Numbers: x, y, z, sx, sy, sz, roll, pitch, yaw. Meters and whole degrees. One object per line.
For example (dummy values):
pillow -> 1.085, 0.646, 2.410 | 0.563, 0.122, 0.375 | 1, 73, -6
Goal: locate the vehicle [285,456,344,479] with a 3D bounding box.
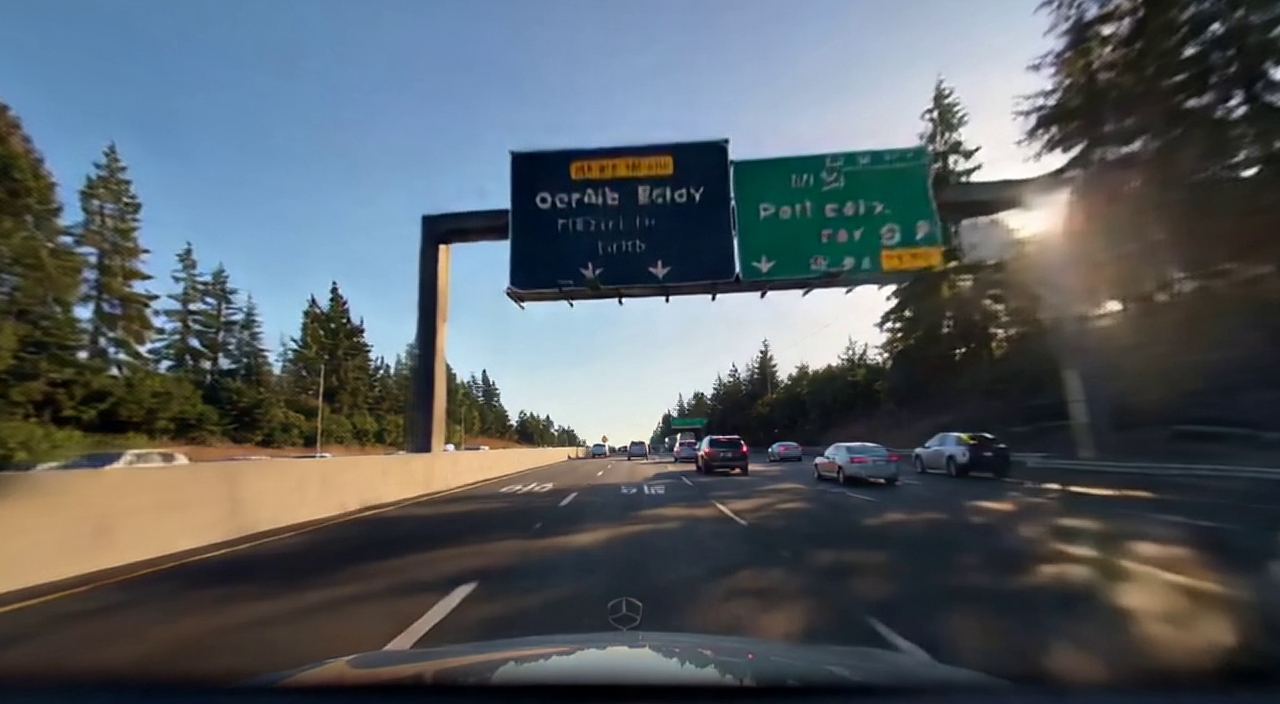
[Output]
vehicle -> -23.301, 8.246, 45.194 | 1.794, 1.456, 4.630 | 0, -8, -1

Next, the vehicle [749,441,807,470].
vehicle -> 7.437, 5.595, 34.306 | 1.964, 1.475, 4.310 | 0, -8, -3

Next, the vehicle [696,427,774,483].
vehicle -> 3.485, 3.894, 24.052 | 2.095, 1.886, 4.727 | 0, -8, -2

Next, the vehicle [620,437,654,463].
vehicle -> -0.240, 7.157, 45.979 | 2.314, 1.796, 4.254 | 0, -8, -1

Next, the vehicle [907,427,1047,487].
vehicle -> 10.693, 3.366, 20.478 | 1.925, 1.708, 4.643 | 0, -8, -1

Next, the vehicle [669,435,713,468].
vehicle -> 2.984, 6.006, 38.128 | 2.152, 1.821, 4.853 | 0, -8, -1

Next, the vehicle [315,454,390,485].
vehicle -> -15.297, 6.244, 33.796 | 1.878, 1.486, 4.580 | 0, -8, 0

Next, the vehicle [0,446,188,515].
vehicle -> -18.940, 4.282, 21.775 | 2.413, 2.039, 5.671 | 0, -8, -1

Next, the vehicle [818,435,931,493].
vehicle -> 6.830, 3.289, 18.800 | 1.836, 1.527, 3.783 | 0, -8, -1
